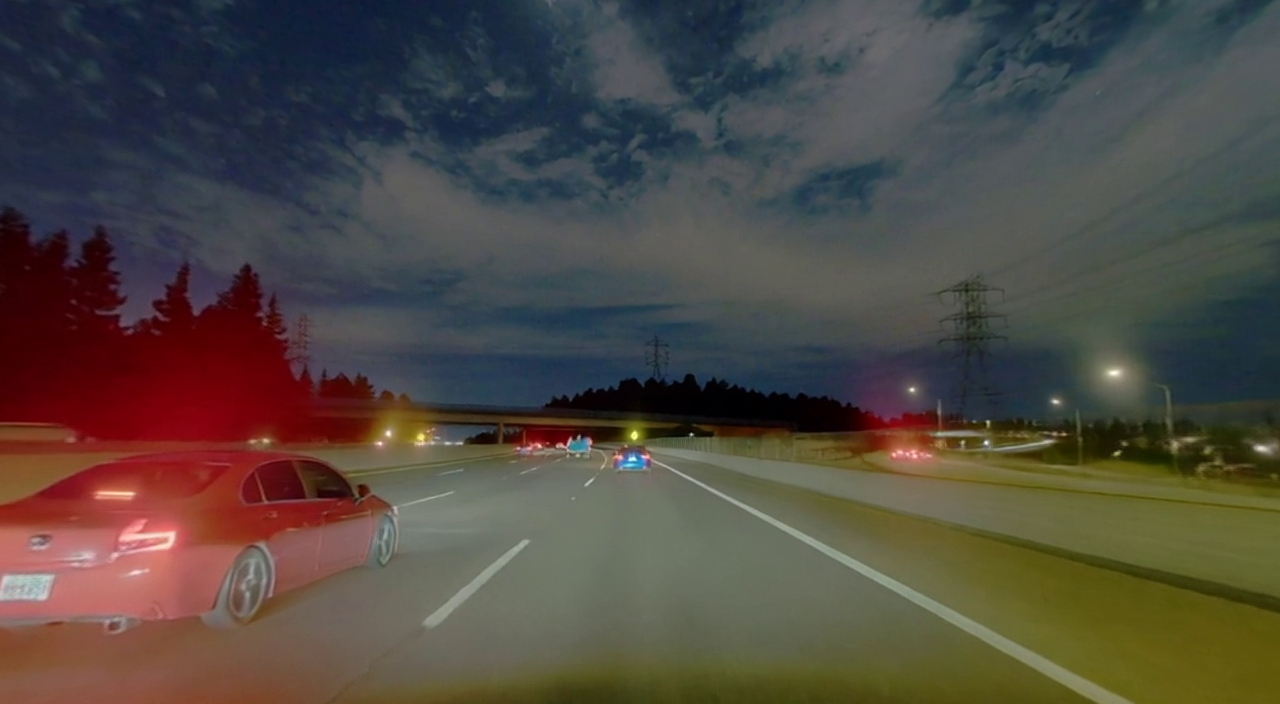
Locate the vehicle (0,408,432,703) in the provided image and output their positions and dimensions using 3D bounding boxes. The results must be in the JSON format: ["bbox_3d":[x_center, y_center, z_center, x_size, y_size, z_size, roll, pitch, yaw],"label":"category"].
[{"bbox_3d":[-3.572,1.367,5.311,2.035,1.514,4.600,0,-8,0],"label":"vehicle"}]

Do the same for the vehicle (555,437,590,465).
[{"bbox_3d":[-4.676,6.898,43.862,2.174,1.806,3.932,0,-9,-3],"label":"vehicle"}]

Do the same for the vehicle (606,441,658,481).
[{"bbox_3d":[-0.384,4.373,25.503,1.954,1.460,3.983,0,-8,-2],"label":"vehicle"}]
